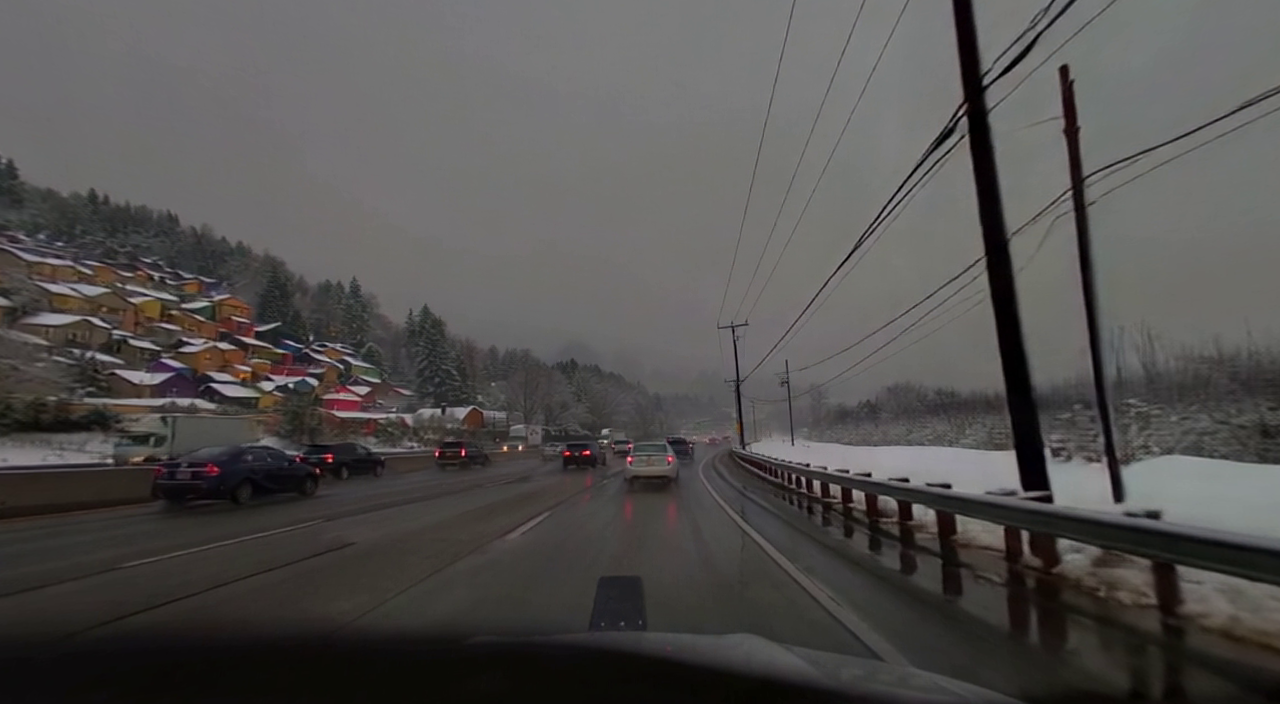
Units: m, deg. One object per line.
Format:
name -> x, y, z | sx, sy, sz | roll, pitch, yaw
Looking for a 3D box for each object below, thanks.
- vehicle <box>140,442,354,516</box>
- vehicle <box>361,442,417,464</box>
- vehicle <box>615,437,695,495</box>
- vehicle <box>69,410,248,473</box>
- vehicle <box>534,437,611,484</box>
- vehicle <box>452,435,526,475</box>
vehicle -> -8.994, 2.900, 15.030 | 1.959, 1.469, 4.450 | -1, -8, 5
vehicle -> -18.737, 7.537, 47.255 | 1.902, 1.536, 4.561 | -1, -8, 6
vehicle -> 0.532, 3.292, 18.566 | 2.109, 1.495, 3.935 | -1, -8, 4
vehicle -> -28.034, 5.345, 37.521 | 2.962, 3.232, 9.077 | -1, -8, 4
vehicle -> -2.528, 4.222, 24.858 | 2.121, 1.639, 4.383 | -1, -8, 6
vehicle -> -7.439, 5.115, 31.518 | 2.080, 1.833, 4.461 | -1, -8, 7
